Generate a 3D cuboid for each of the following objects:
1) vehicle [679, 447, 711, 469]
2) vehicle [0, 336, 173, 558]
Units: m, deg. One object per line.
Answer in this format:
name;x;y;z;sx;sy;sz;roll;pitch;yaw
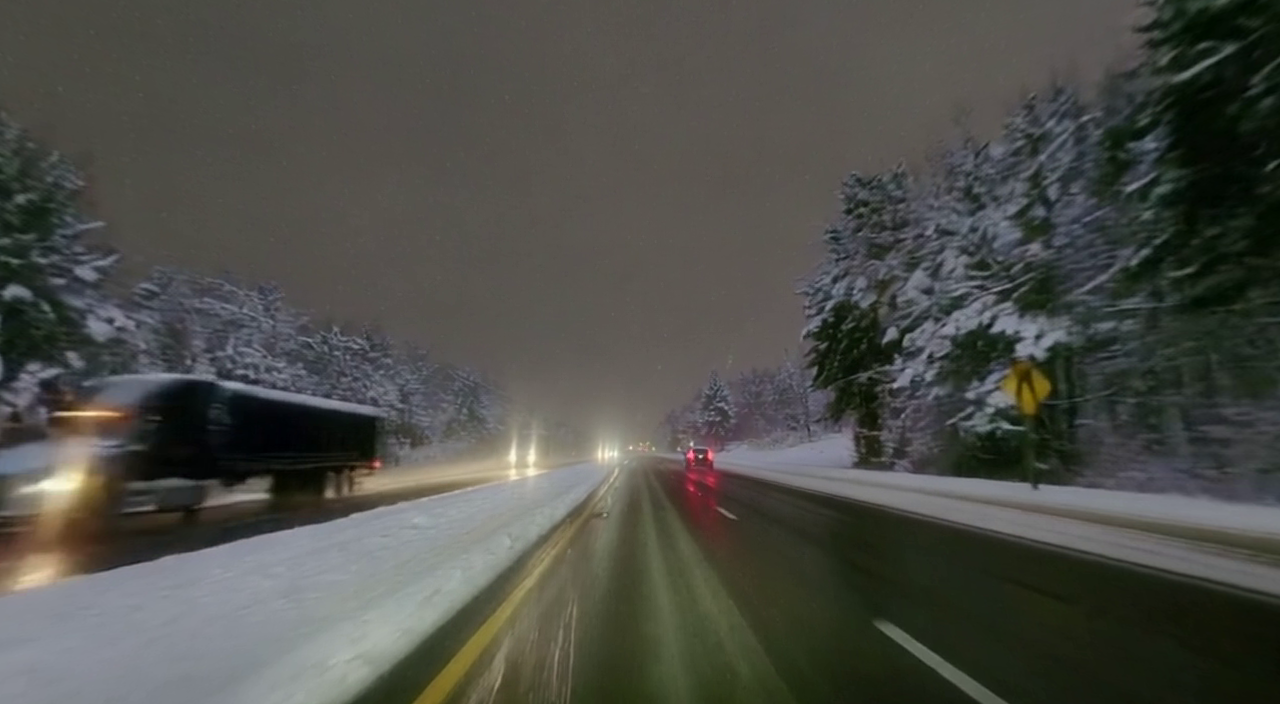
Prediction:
vehicle;4.172;8.135;48.655;2.013;1.584;3.995;0;-9;-1
vehicle;-13.227;1.921;12.681;2.930;4.035;5.919;0;-9;-1
